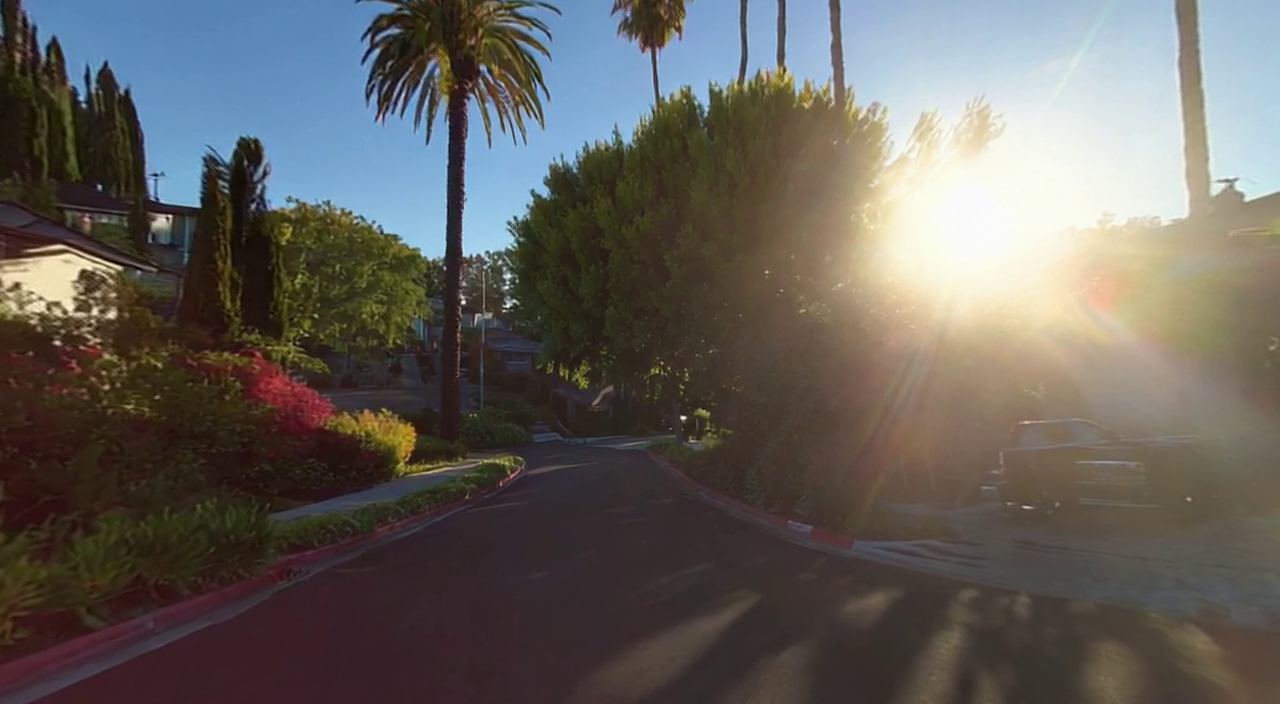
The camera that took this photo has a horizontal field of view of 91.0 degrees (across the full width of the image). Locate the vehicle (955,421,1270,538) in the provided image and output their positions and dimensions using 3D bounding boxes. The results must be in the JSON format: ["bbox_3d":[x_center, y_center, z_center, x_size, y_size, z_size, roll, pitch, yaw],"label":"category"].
[{"bbox_3d":[9.305,2.503,12.427,5.663,1.913,2.170,5,-11,-21],"label":"vehicle"}]
